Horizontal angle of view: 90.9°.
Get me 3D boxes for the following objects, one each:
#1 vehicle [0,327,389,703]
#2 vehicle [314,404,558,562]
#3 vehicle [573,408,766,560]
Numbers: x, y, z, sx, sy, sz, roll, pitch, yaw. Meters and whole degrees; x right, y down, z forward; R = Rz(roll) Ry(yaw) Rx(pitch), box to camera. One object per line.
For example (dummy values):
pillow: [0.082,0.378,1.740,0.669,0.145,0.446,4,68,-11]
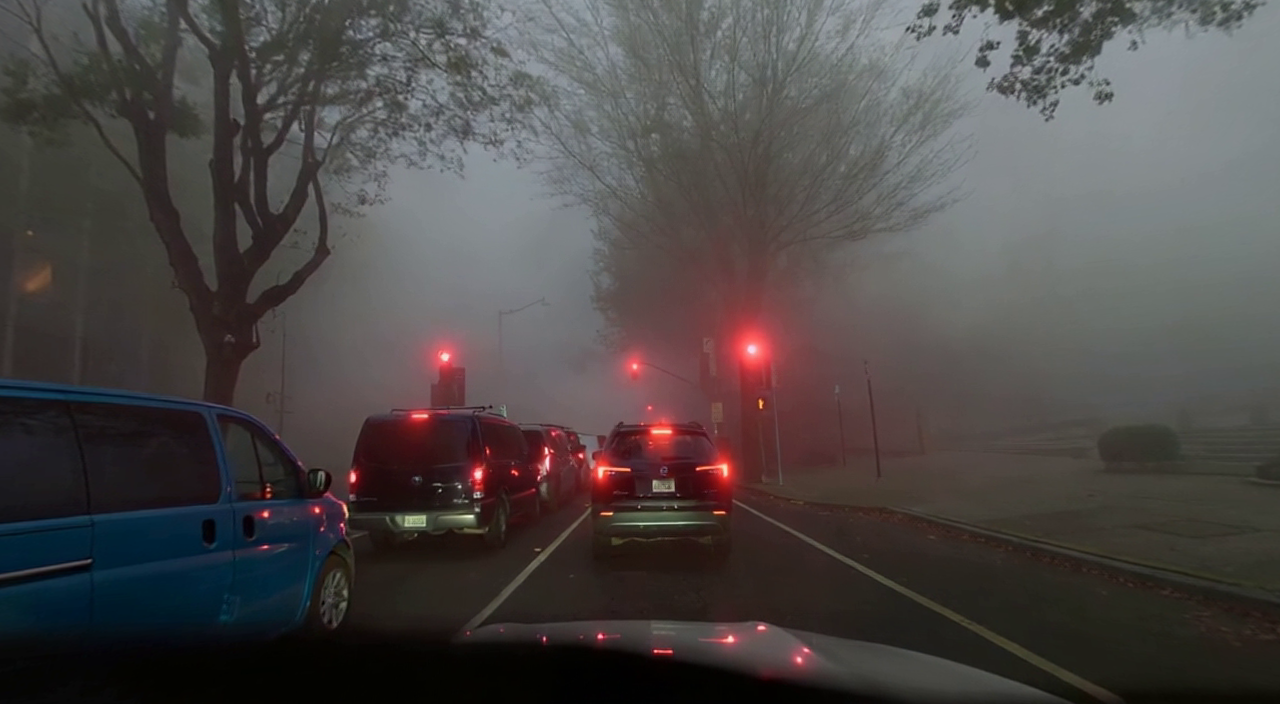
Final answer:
vehicle: [-3.168,0.981,3.485,1.940,1.722,3.823,0,-8,0]
vehicle: [-2.649,1.841,9.609,2.124,1.799,4.587,0,-8,1]
vehicle: [0.357,1.808,9.263,2.205,1.727,3.917,0,-8,1]
